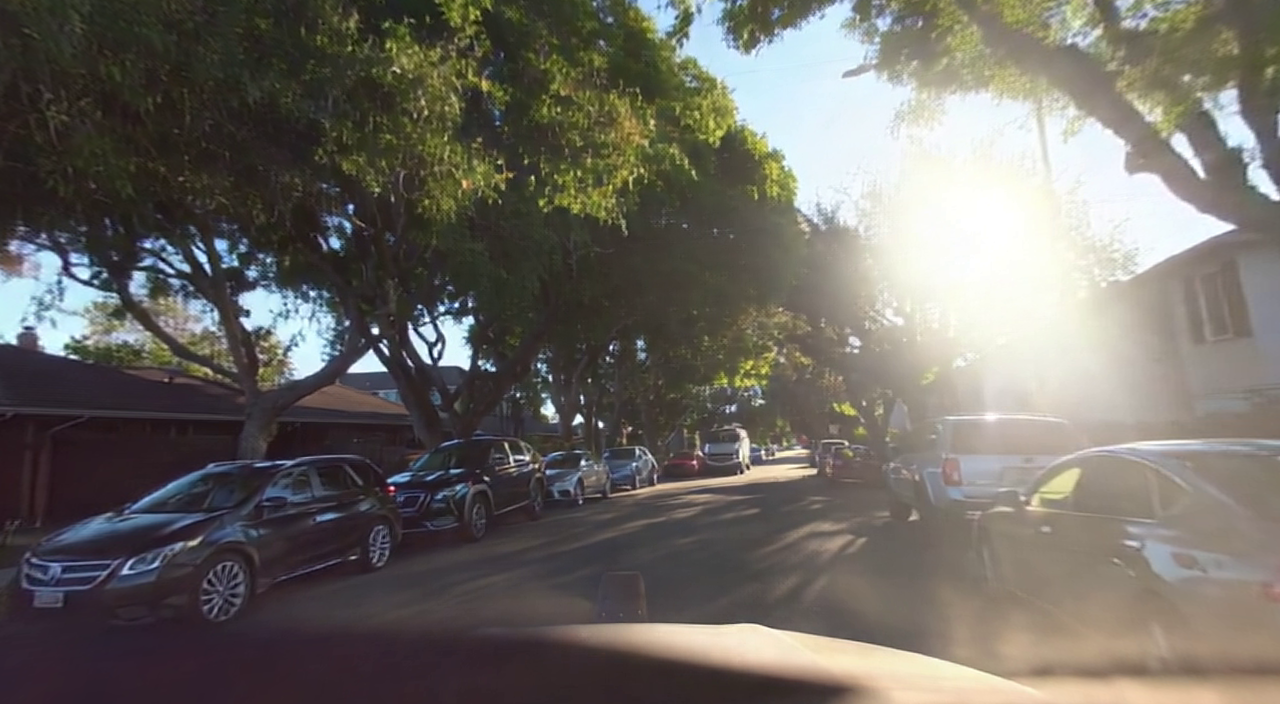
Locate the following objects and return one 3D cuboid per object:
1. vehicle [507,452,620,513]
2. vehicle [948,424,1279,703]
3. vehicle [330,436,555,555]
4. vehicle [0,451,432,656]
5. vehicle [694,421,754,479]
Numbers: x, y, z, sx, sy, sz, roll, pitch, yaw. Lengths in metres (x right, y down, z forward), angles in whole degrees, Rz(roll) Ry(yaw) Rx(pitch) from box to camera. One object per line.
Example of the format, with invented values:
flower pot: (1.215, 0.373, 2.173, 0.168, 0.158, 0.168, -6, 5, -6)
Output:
vehicle: (-2.046, 3.695, 18.526, 1.861, 1.474, 4.749, -2, -9, 12)
vehicle: (3.738, 1.237, 3.968, 1.992, 1.456, 4.610, -2, -8, 10)
vehicle: (-3.463, 2.603, 12.445, 2.203, 1.815, 4.972, -1, -8, 9)
vehicle: (-4.366, 1.916, 7.244, 1.855, 1.510, 4.406, -2, -8, 10)
vehicle: (4.864, 5.463, 35.543, 2.716, 2.887, 6.781, -2, -9, 12)
